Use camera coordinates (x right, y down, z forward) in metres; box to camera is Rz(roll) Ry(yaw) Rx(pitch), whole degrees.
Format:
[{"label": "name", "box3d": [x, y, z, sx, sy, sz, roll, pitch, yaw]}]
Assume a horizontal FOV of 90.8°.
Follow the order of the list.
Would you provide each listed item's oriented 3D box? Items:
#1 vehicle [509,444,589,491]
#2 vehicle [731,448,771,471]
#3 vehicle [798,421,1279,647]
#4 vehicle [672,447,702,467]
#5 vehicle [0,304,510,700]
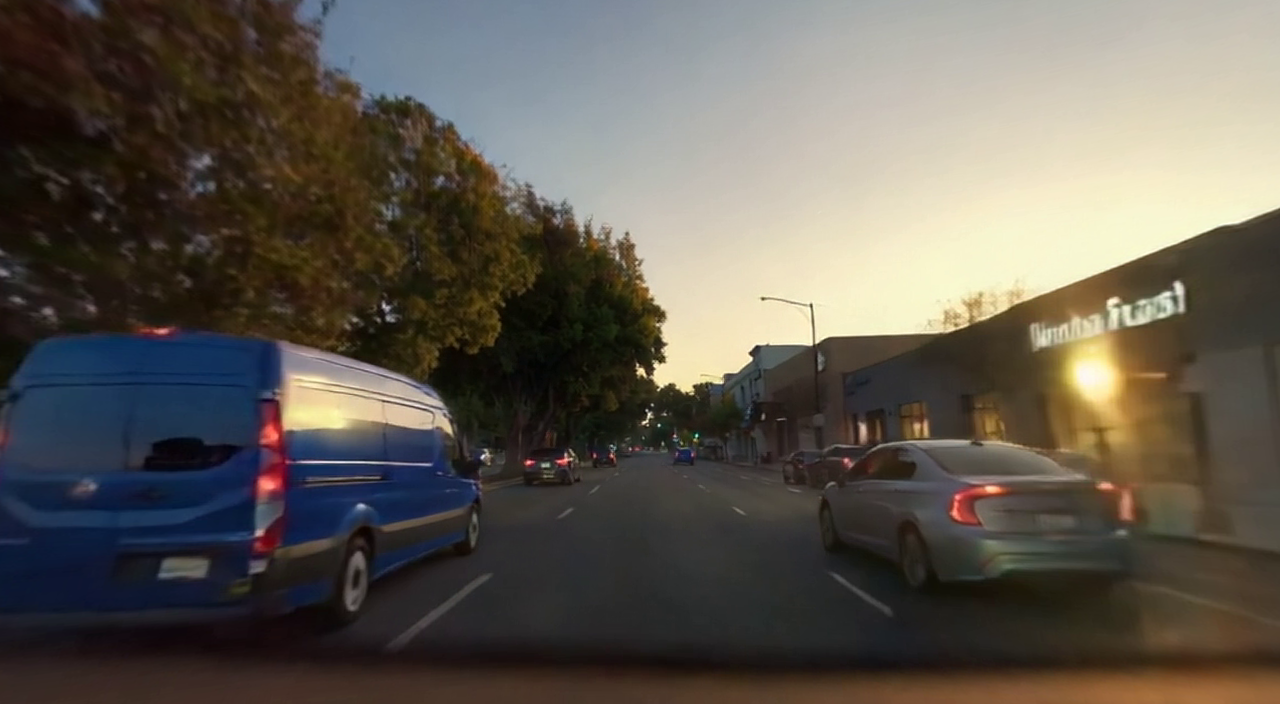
[{"label": "vehicle", "box3d": [-3.077, 4.026, 22.372, 2.060, 1.466, 4.387, 0, -9, 1]}, {"label": "vehicle", "box3d": [7.320, 7.152, 42.182, 1.896, 1.442, 4.305, 0, -9, 0]}, {"label": "vehicle", "box3d": [3.264, 1.563, 6.570, 2.021, 1.491, 4.563, 0, -9, -1]}, {"label": "vehicle", "box3d": [3.559, 8.073, 48.722, 1.961, 1.482, 4.538, 0, -9, 0]}, {"label": "vehicle", "box3d": [-3.202, 1.212, 6.312, 2.490, 2.153, 5.594, 0, -9, 1]}]
